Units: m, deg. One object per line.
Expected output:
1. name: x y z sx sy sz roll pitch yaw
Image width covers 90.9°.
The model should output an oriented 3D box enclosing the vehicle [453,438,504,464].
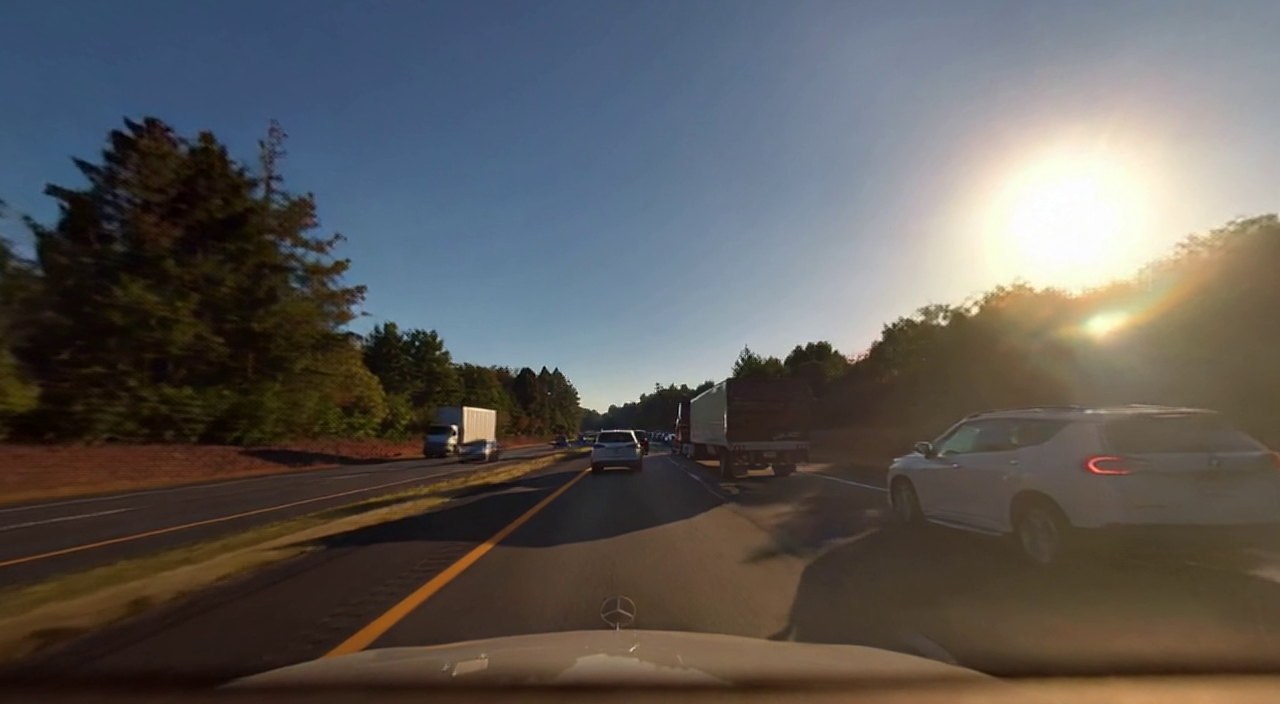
1. vehicle: -9.695 5.957 38.248 1.848 1.489 4.624 0 -8 1

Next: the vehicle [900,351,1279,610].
1. vehicle: 4.647 1.196 6.672 2.011 1.905 3.905 0 -8 -1

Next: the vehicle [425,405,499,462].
1. vehicle: -13.801 6.465 49.942 2.904 3.961 10.187 0 -8 0

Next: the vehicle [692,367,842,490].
1. vehicle: 3.477 2.423 19.813 2.723 3.027 8.478 0 -8 -1

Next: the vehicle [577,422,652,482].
1. vehicle: -0.713 3.058 19.645 2.082 1.638 4.055 0 -8 0
